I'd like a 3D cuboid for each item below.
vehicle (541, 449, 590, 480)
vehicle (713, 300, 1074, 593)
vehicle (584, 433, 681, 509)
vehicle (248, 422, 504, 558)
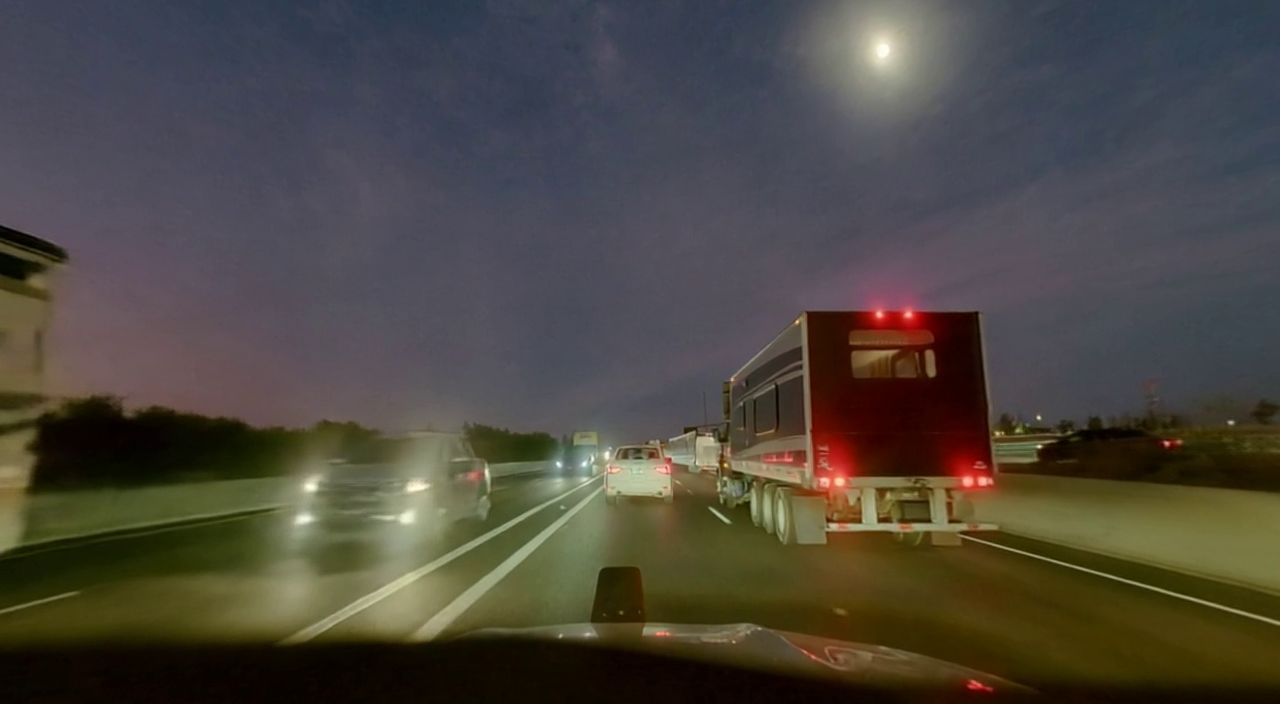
[{"bbox_3d":[-3.785,5.762,32.514,1.933,1.465,3.898,-1,-9,2],"label":"vehicle"},{"bbox_3d":[2.942,1.467,10.028,2.533,2.942,7.280,0,-9,-1],"label":"vehicle"},{"bbox_3d":[-0.140,3.051,16.542,2.201,1.719,4.058,0,-9,1],"label":"vehicle"},{"bbox_3d":[-3.750,2.054,10.081,2.098,1.659,4.432,0,-9,1],"label":"vehicle"}]
